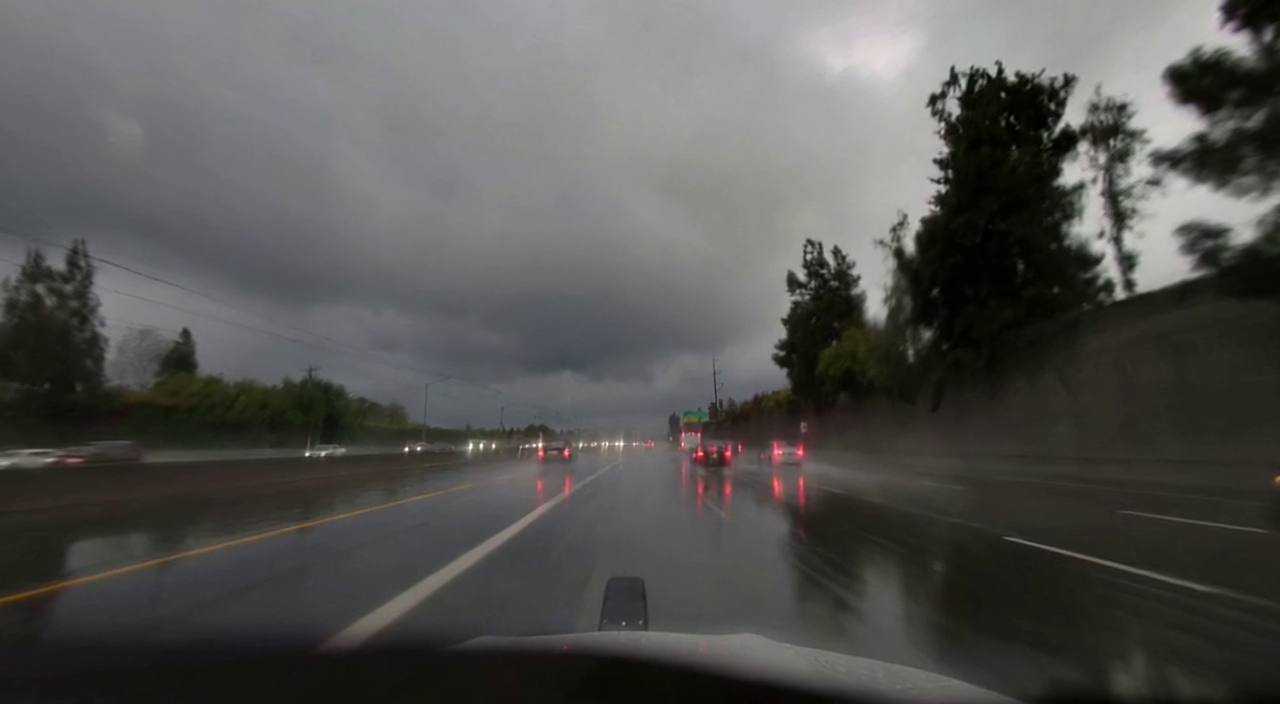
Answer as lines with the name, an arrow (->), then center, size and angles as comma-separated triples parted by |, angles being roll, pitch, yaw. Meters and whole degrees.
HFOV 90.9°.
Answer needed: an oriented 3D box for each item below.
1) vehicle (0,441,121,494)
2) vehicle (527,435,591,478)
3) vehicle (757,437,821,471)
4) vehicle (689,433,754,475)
vehicle -> -18.777, 3.570, 19.842 | 1.650, 1.467, 3.708 | -1, -8, 1
vehicle -> -3.447, 4.532, 27.625 | 2.106, 1.682, 4.395 | -1, -8, 2
vehicle -> 7.294, 5.019, 31.369 | 1.988, 1.518, 4.856 | 0, -8, 0
vehicle -> 3.436, 4.401, 27.429 | 2.146, 1.639, 4.475 | 0, -8, -1
